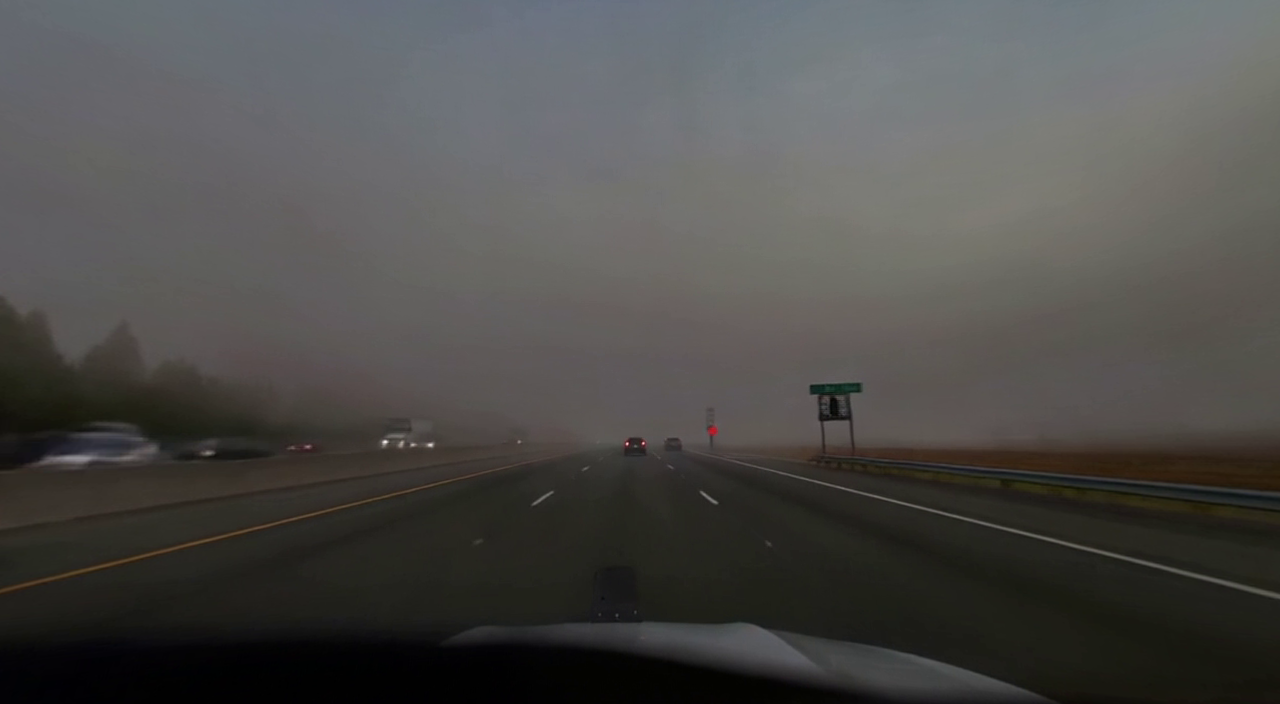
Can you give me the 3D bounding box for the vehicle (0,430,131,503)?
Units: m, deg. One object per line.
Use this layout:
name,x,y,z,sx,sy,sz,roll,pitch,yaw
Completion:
vehicle,-14.173,2.528,14.282,1.976,1.489,3.932,0,-8,-1

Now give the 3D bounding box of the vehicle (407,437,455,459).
vehicle,-14.709,6.771,44.655,1.836,1.431,4.374,0,-8,1

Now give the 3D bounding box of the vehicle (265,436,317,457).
vehicle,-25.677,6.925,46.510,1.766,1.472,3.591,0,-8,1

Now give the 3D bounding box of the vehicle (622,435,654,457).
vehicle,-0.151,6.590,44.419,2.140,1.475,3.969,0,-8,0
